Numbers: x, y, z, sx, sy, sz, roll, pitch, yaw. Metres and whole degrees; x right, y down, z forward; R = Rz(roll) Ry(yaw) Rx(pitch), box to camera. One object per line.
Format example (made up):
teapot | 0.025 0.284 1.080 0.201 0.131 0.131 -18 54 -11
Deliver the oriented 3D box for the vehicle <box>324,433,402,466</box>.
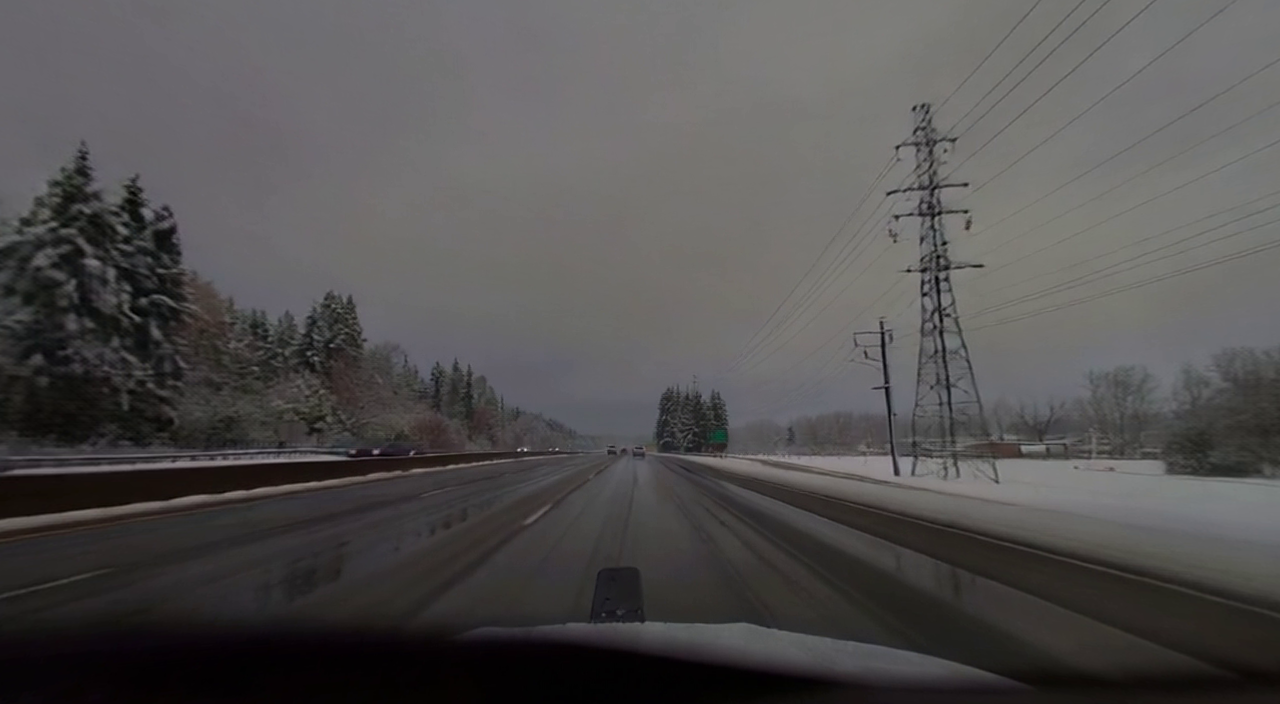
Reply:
vehicle | -17.899 6.357 41.249 2.470 1.990 5.765 0 -8 0
